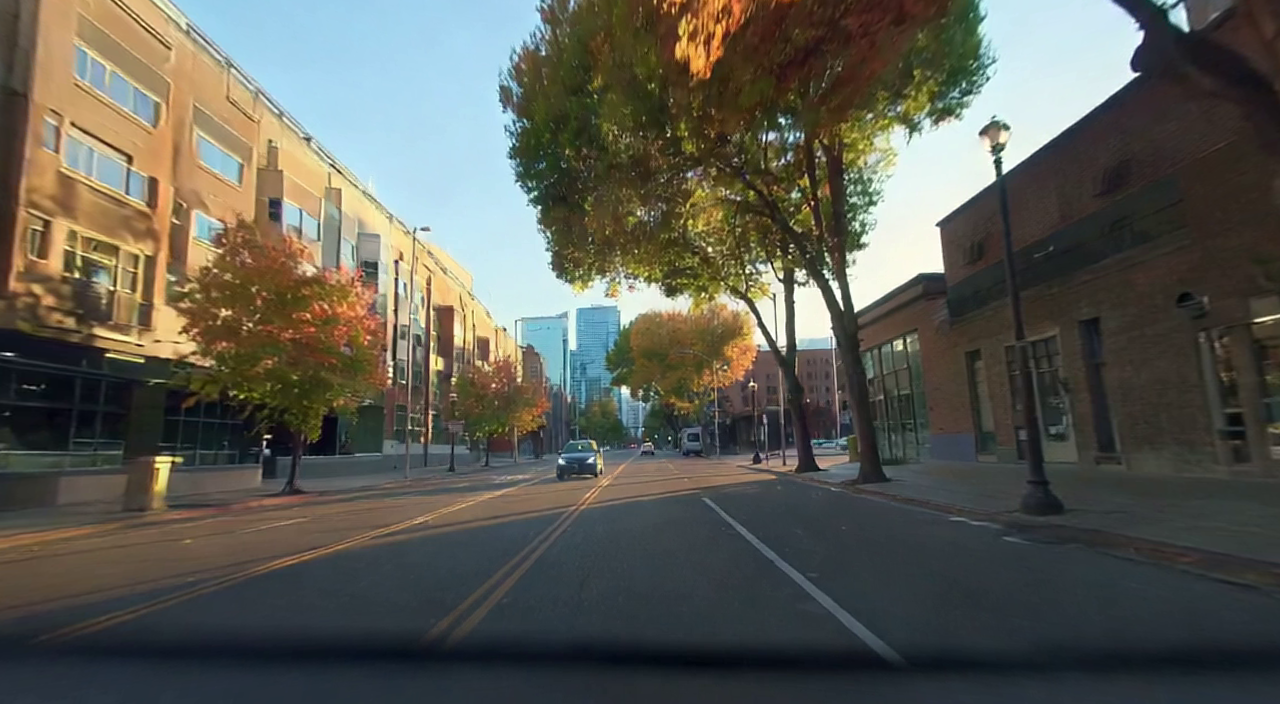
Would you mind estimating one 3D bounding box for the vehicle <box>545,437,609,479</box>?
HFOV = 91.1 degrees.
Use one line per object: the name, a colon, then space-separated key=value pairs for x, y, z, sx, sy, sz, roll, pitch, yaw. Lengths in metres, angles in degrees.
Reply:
vehicle: x=-2.756 y=4.797 z=28.652 sx=2.332 sy=1.732 sz=4.463 roll=0 pitch=-8 yaw=1
